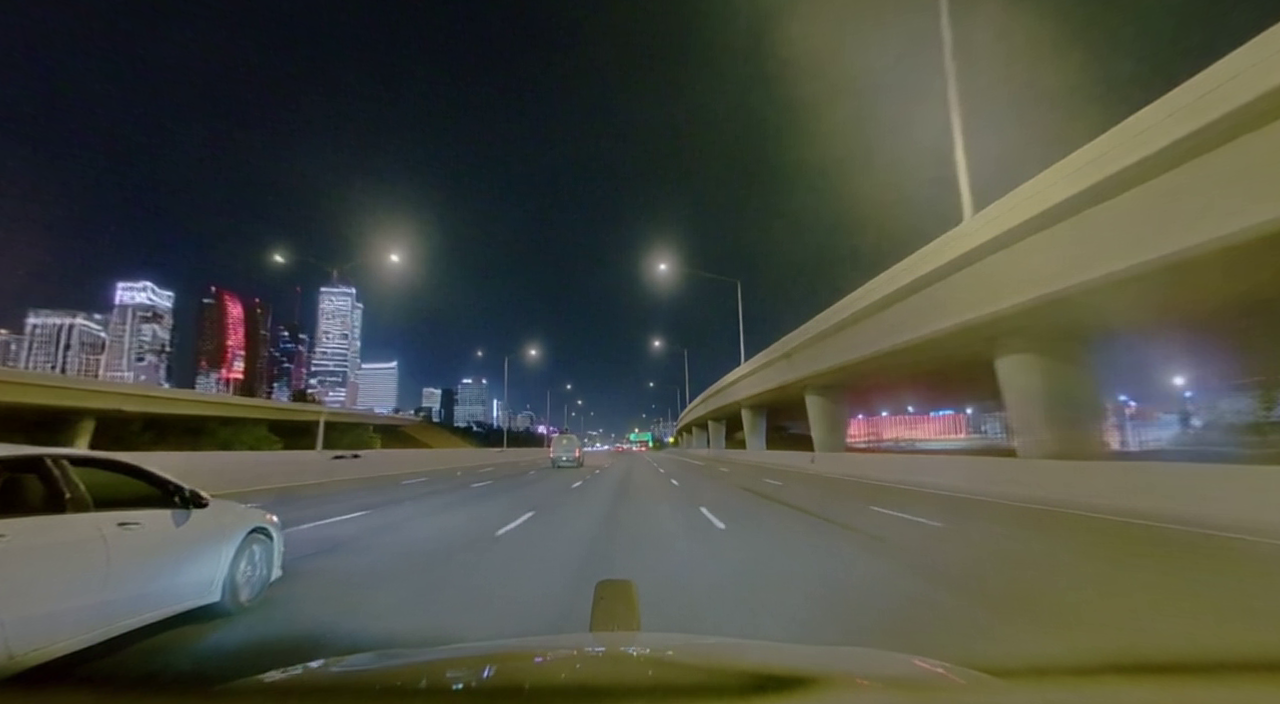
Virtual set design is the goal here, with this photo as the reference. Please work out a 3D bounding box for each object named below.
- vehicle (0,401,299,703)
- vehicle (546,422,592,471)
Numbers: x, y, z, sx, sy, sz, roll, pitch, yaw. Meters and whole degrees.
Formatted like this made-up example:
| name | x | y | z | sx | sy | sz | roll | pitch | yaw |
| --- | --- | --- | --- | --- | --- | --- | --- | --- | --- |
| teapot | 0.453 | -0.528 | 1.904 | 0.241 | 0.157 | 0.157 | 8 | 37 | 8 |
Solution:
| name | x | y | z | sx | sy | sz | roll | pitch | yaw |
| --- | --- | --- | --- | --- | --- | --- | --- | --- | --- |
| vehicle | -3.990 | 1.045 | 3.129 | 2.025 | 1.556 | 4.594 | 0 | -9 | 0 |
| vehicle | -4.516 | 6.183 | 41.351 | 2.364 | 2.953 | 6.732 | 0 | -9 | -1 |
